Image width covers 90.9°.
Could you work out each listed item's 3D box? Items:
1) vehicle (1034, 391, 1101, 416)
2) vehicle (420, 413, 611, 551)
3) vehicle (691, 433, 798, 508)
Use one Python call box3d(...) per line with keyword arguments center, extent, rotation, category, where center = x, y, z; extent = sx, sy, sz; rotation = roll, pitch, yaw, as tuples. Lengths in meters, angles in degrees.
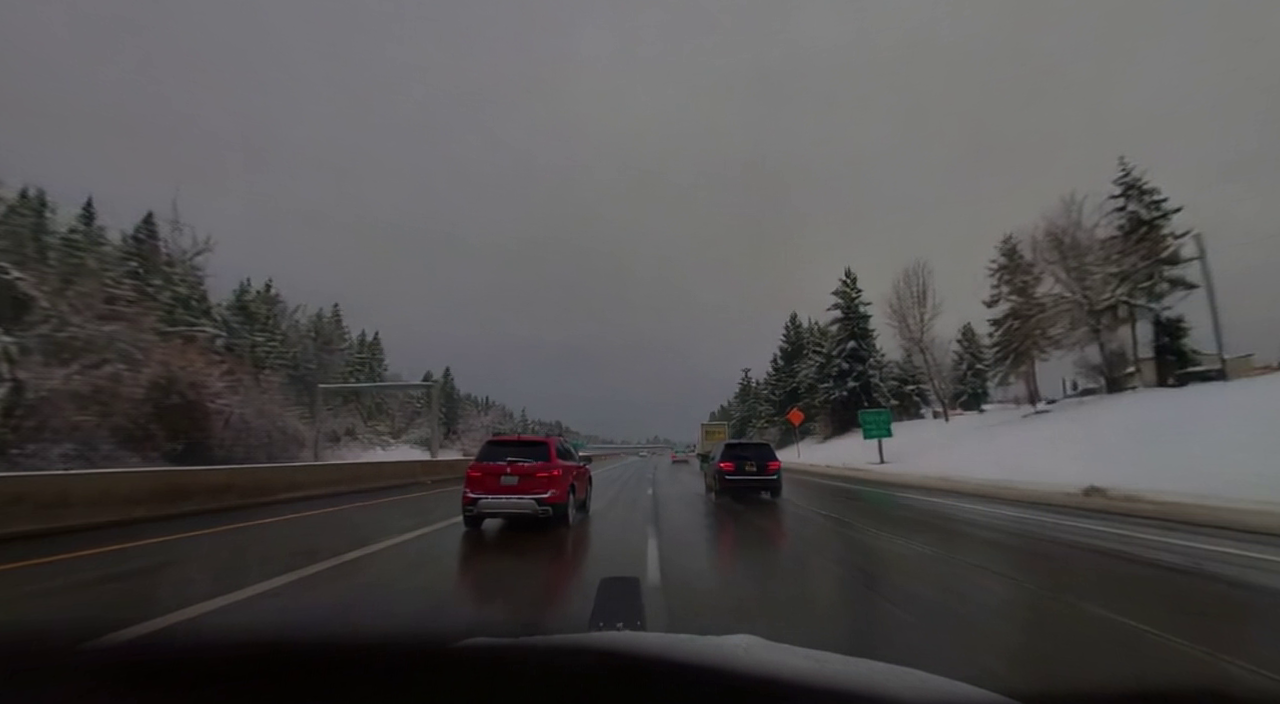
box3d(center=(33.202, 4.053, 49.095), extent=(2.025, 1.658, 4.676), rotation=(-3, -7, 3), category="vehicle")
box3d(center=(-1.768, 2.093, 10.750), extent=(2.139, 1.804, 4.611), rotation=(-1, -9, 2), category="vehicle")
box3d(center=(2.567, 3.050, 16.660), extent=(2.087, 1.682, 4.388), rotation=(0, -9, 1), category="vehicle")
